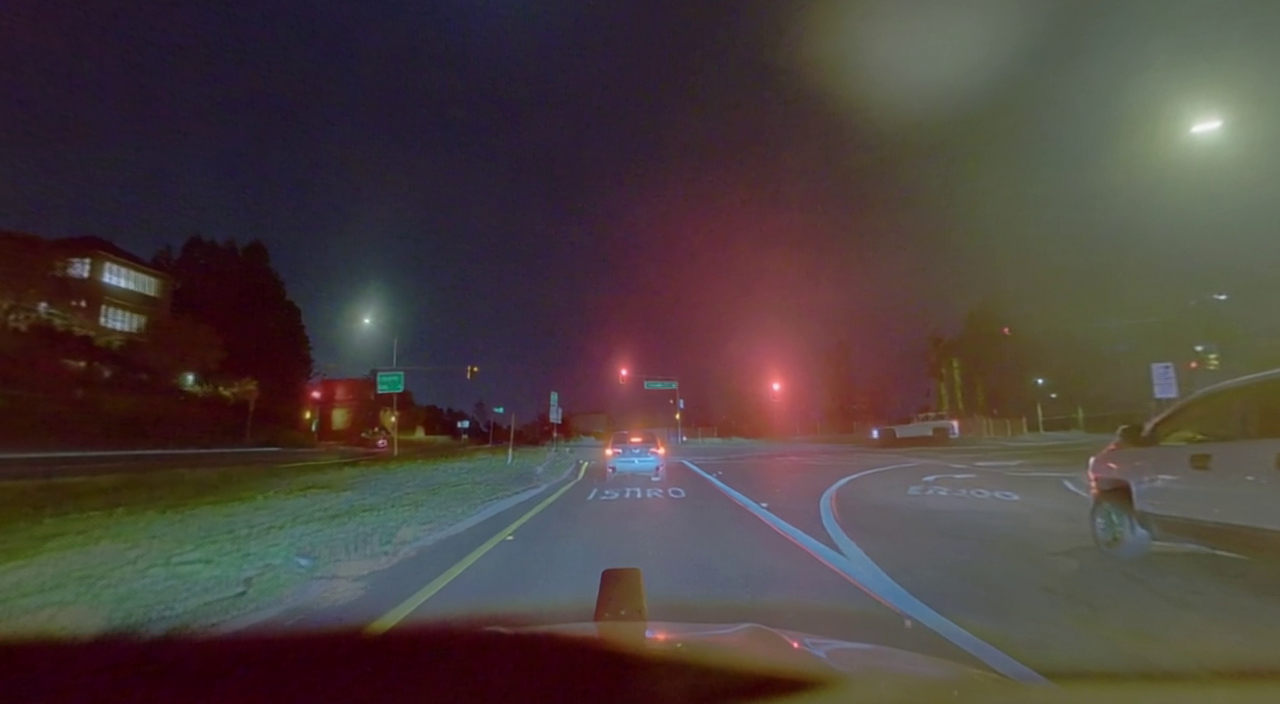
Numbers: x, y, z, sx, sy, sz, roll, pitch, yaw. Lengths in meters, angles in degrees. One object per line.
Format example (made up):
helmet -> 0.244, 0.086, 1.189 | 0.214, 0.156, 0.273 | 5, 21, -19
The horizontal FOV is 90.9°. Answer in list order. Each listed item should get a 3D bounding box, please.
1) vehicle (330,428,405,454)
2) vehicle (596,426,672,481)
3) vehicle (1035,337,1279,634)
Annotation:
vehicle -> -18.140, 5.919, 42.099 | 4.200, 1.639, 1.844 | -1, -8, 0
vehicle -> -0.177, 3.064, 19.334 | 2.056, 1.473, 4.380 | 0, -8, 0
vehicle -> 5.200, 0.926, 4.499 | 2.084, 1.870, 5.068 | -1, -8, 9
